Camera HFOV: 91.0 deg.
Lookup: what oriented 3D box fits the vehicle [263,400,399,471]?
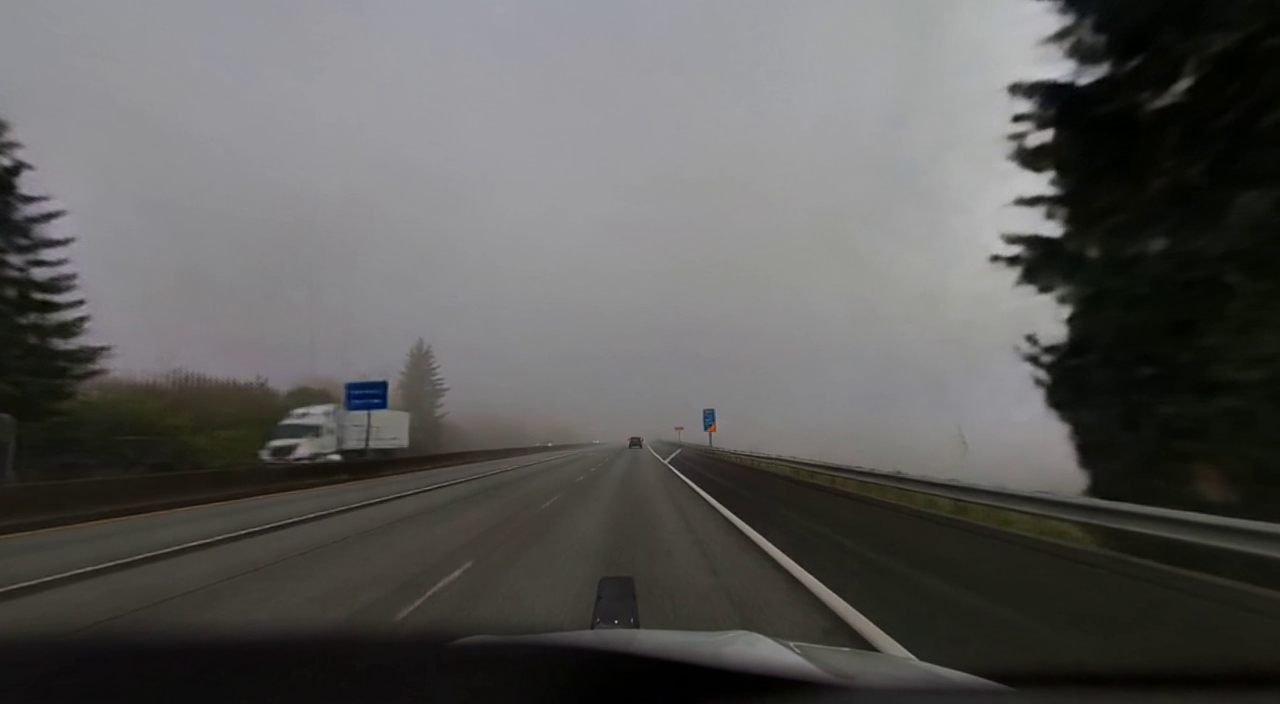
[{"bbox_3d":[-17.247,4.853,36.177,2.971,3.525,9.305,0,-8,0],"label":"vehicle"}]
